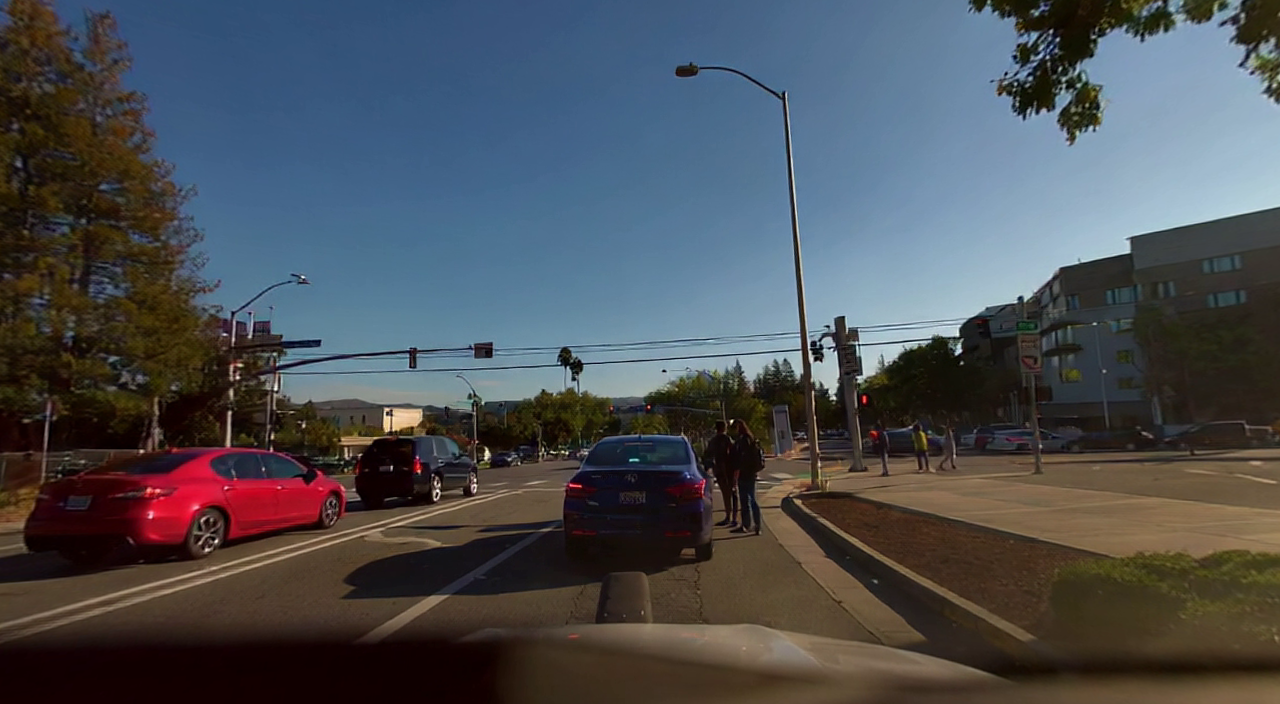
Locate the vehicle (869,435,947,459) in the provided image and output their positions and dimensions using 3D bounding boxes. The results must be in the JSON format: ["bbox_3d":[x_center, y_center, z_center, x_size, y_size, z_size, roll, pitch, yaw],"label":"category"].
[{"bbox_3d":[17.518,6.217,41.146,4.441,1.452,1.798,-5,-10,30],"label":"vehicle"}]

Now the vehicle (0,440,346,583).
[{"bbox_3d":[-6.330,2.057,9.031,1.948,1.530,4.283,0,-9,3],"label":"vehicle"}]

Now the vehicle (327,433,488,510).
[{"bbox_3d":[-6.146,3.215,17.466,2.230,1.811,5.183,-1,-9,3],"label":"vehicle"}]

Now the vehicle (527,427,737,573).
[{"bbox_3d":[-0.058,1.861,8.686,2.182,1.501,4.150,0,-9,1],"label":"vehicle"}]

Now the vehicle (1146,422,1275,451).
[{"bbox_3d":[30.520,4.600,33.803,4.739,1.472,1.804,-5,-10,30],"label":"vehicle"}]

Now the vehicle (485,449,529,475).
[{"bbox_3d":[-8.435,7.019,40.170,1.823,1.543,3.944,0,-9,2],"label":"vehicle"}]

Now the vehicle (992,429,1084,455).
[{"bbox_3d":[23.812,5.437,37.746,4.454,1.440,1.816,-5,-10,30],"label":"vehicle"}]

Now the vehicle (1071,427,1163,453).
[{"bbox_3d":[29.092,5.415,38.465,4.179,1.527,1.811,-5,-10,29],"label":"vehicle"}]
